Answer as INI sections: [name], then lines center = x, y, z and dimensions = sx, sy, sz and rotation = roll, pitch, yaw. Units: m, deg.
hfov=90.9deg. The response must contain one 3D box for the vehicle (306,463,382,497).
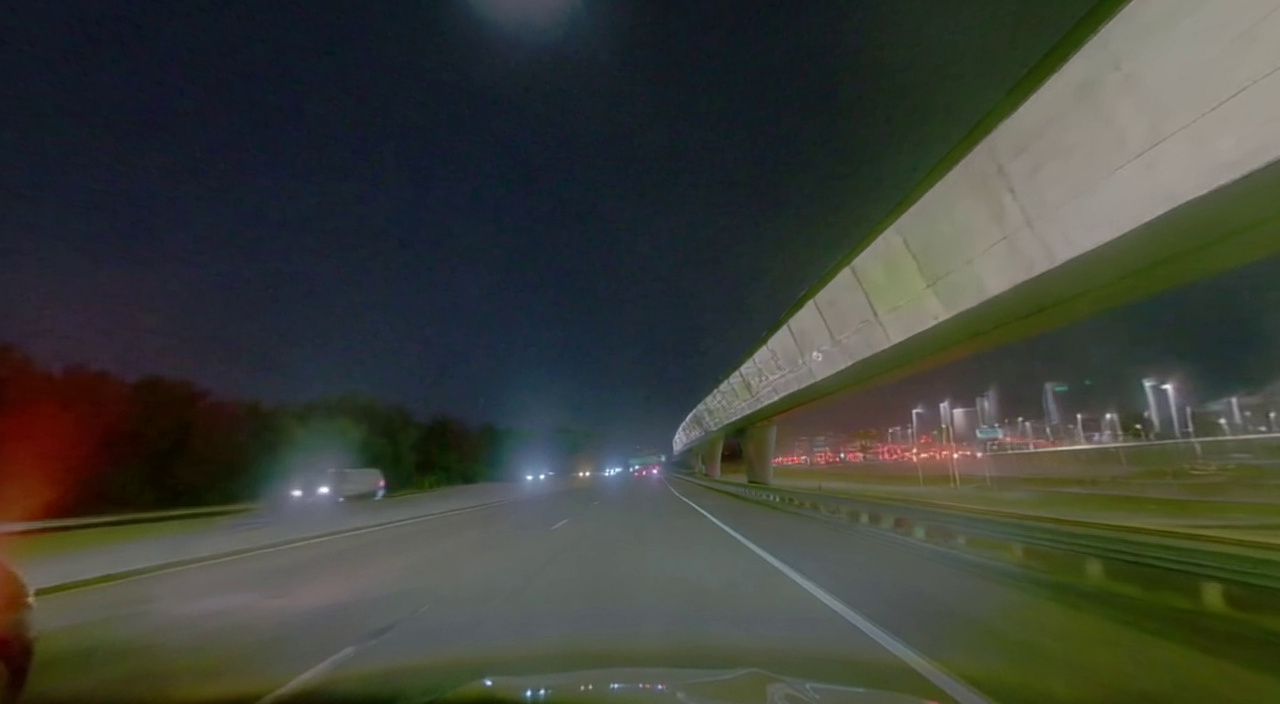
[vehicle]
center = -14.441, 6.269, 30.979
dimensions = 1.948, 1.494, 3.477
rotation = 1, -11, 1
